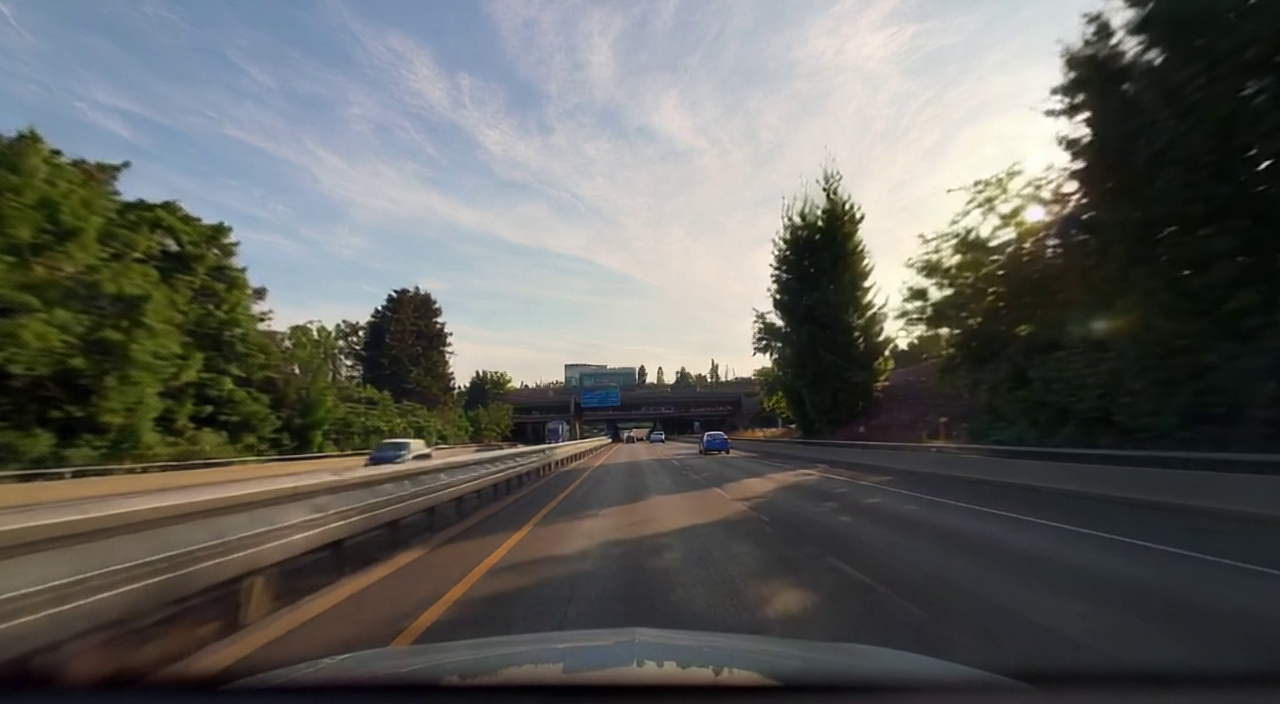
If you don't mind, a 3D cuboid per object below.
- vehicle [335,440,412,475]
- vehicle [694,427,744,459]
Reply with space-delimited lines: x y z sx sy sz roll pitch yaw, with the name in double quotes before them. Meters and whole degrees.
"vehicle" -12.586 4.964 30.073 1.852 1.492 4.463 0 -8 -1
"vehicle" 4.294 4.982 34.741 2.073 1.651 4.065 0 -8 -2
